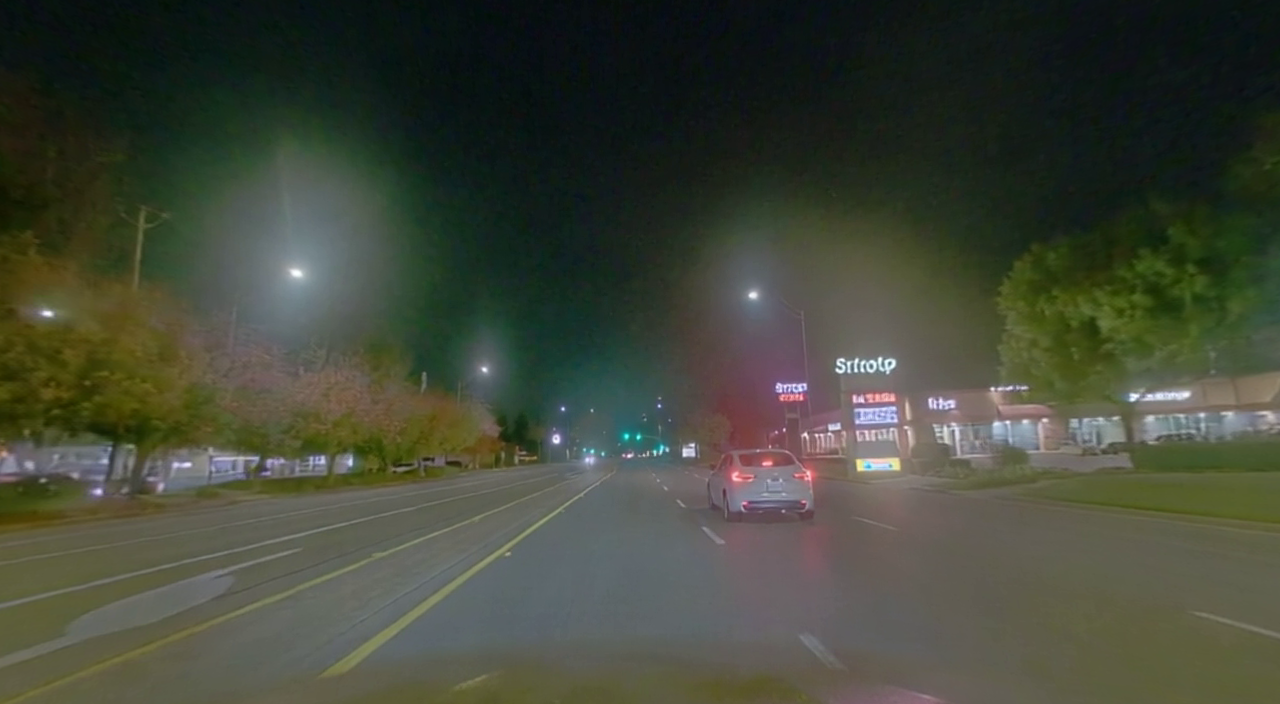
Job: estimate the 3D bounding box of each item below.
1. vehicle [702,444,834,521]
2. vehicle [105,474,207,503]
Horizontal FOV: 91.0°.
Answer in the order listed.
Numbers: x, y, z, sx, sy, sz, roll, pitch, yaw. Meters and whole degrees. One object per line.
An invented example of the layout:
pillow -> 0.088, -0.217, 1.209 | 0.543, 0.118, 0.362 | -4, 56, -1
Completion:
vehicle -> 2.780, 2.988, 14.853 | 2.015, 1.479, 4.444 | 0, -10, -2
vehicle -> -27.459, 7.726, 35.900 | 4.294, 1.417, 1.802 | 5, -11, -29
